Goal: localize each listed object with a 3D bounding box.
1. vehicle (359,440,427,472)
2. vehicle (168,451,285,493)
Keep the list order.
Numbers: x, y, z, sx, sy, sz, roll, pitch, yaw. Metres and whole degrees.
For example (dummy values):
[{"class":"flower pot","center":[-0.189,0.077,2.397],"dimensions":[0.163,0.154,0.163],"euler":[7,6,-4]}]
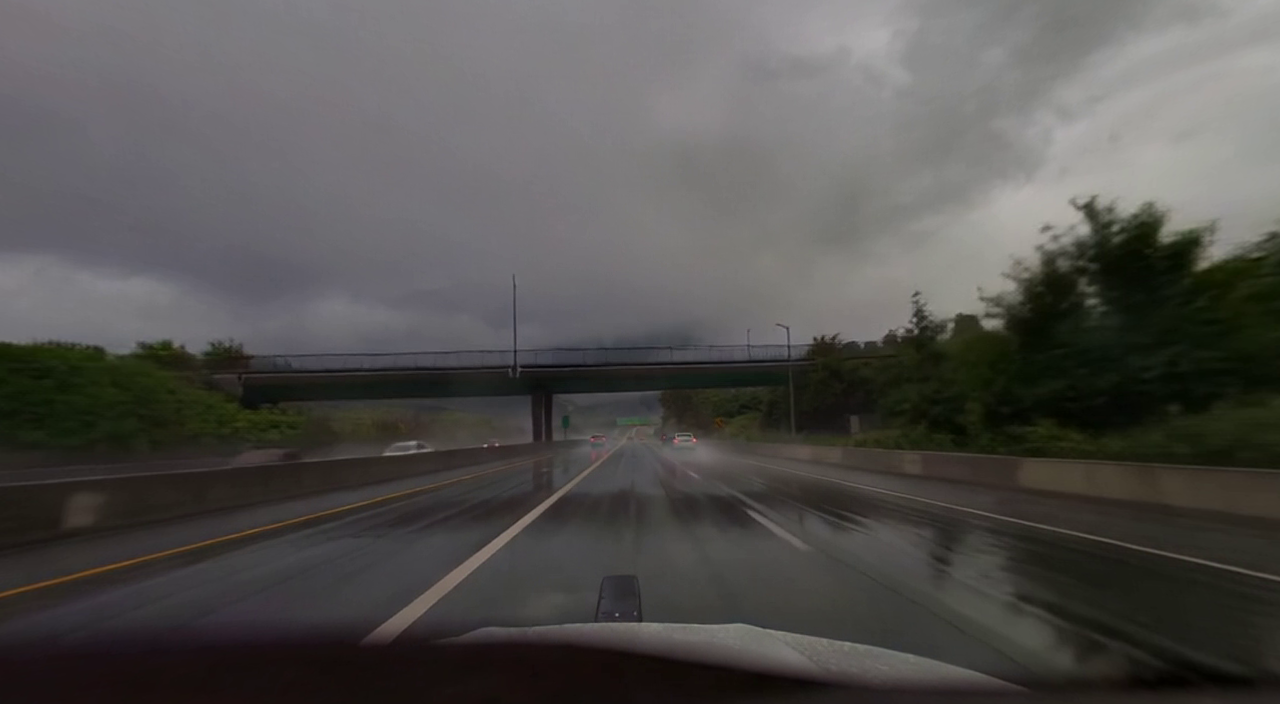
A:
[{"class":"vehicle","center":[-12.757,5.388,32.877],"dimensions":[1.868,1.508,4.408],"euler":[0,-8,-1]},{"class":"vehicle","center":[-16.904,4.887,26.053],"dimensions":[1.887,1.469,4.382],"euler":[0,-8,-1]}]
